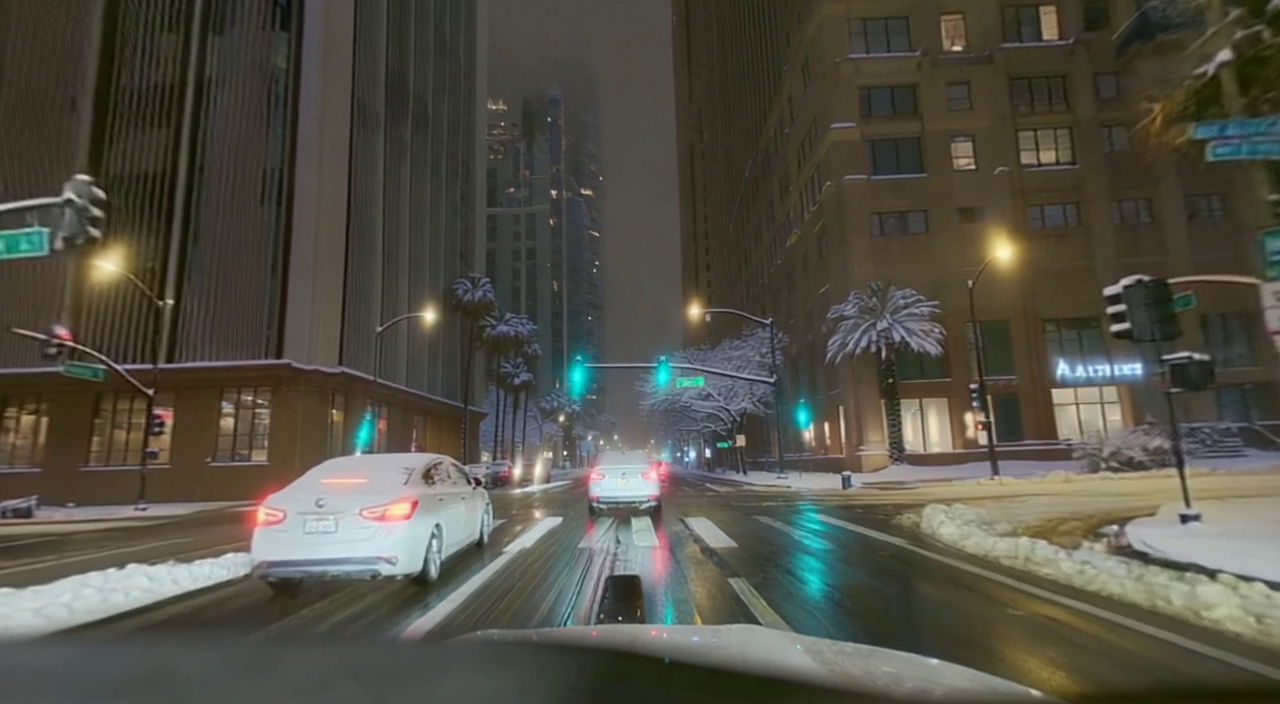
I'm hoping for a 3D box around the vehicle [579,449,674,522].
[{"bbox_3d":[-0.331,3.343,16.312,2.145,1.632,3.972,0,-9,-1],"label":"vehicle"}]

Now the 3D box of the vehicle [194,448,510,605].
[{"bbox_3d":[-3.301,2.068,8.539,2.096,1.492,4.666,0,-9,0],"label":"vehicle"}]

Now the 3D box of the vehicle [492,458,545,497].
[{"bbox_3d":[-6.720,6.996,35.427,2.070,1.893,4.738,0,-9,-1],"label":"vehicle"}]
